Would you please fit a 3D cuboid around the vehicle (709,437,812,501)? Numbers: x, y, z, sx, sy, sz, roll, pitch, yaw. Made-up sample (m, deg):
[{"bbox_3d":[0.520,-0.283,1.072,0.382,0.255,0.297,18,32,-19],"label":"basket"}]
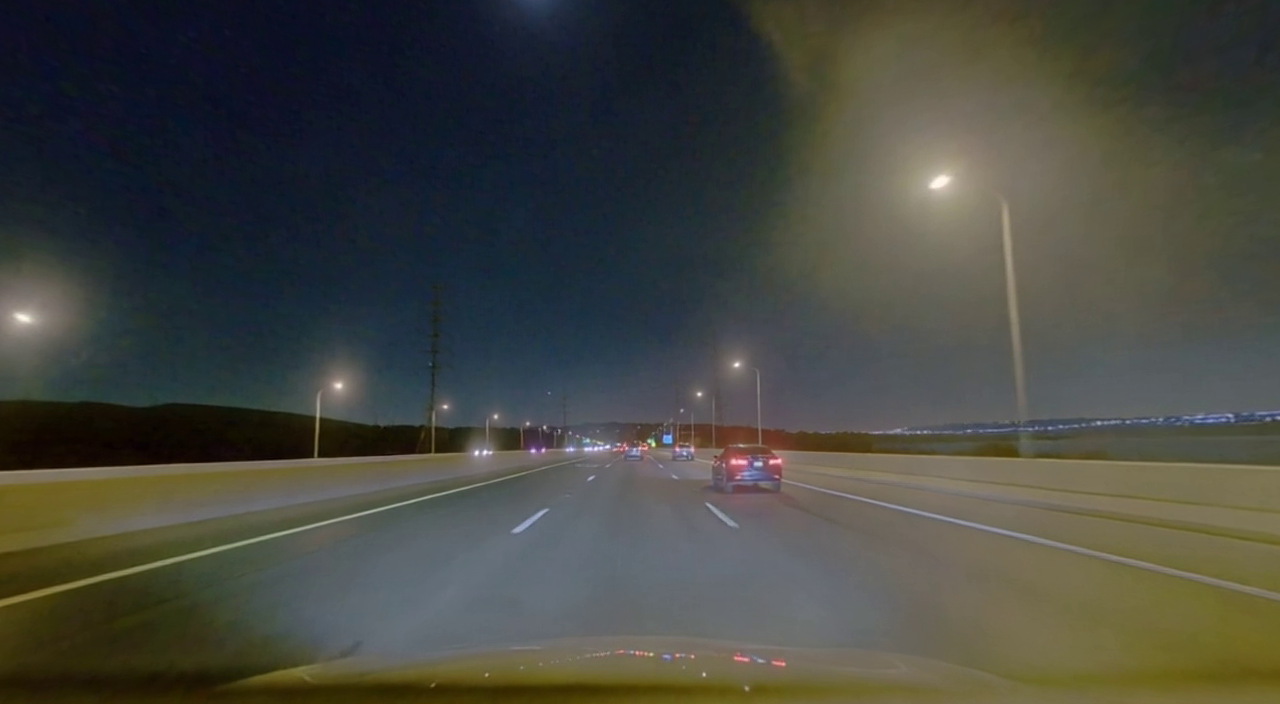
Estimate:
[{"bbox_3d":[3.117,3.109,17.272,1.890,1.490,4.373,0,-8,-1],"label":"vehicle"}]
